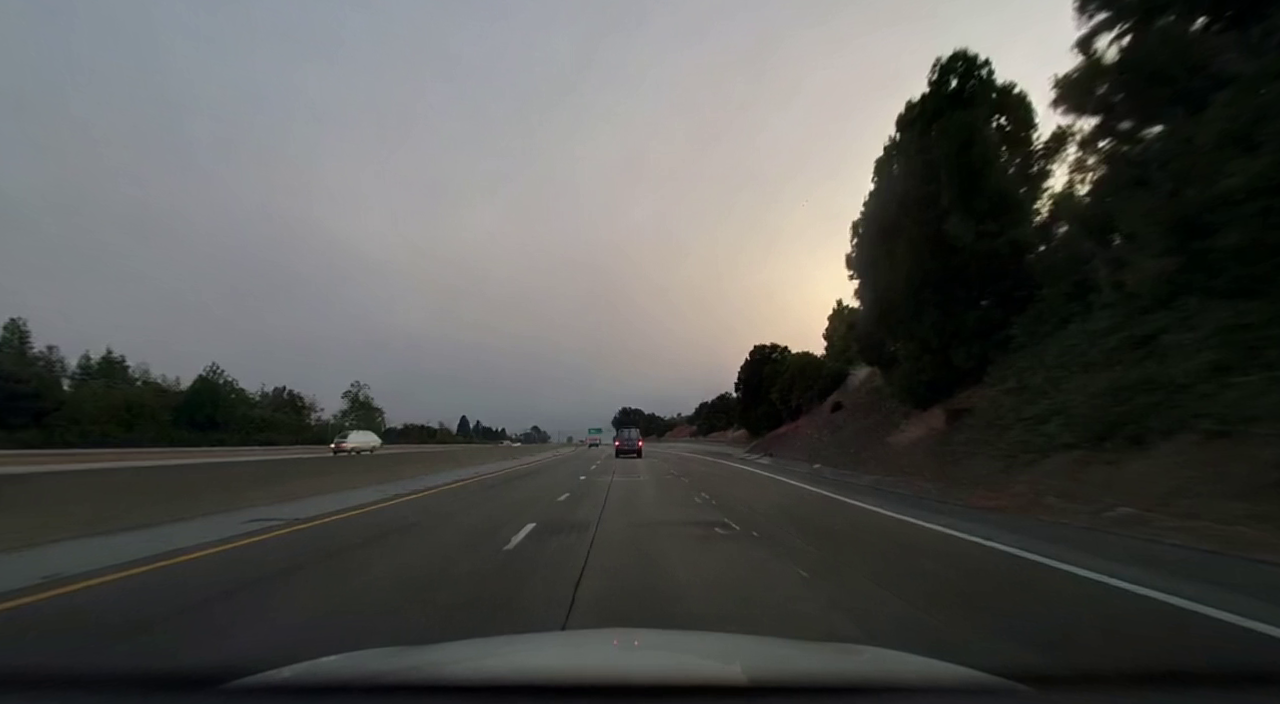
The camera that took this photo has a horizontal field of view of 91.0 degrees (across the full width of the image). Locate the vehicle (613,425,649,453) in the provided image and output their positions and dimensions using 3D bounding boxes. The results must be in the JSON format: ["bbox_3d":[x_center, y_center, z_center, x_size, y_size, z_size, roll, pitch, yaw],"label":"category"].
[{"bbox_3d":[-0.617,5.591,40.510,2.157,1.647,4.524,0,-8,-2],"label":"vehicle"}]
